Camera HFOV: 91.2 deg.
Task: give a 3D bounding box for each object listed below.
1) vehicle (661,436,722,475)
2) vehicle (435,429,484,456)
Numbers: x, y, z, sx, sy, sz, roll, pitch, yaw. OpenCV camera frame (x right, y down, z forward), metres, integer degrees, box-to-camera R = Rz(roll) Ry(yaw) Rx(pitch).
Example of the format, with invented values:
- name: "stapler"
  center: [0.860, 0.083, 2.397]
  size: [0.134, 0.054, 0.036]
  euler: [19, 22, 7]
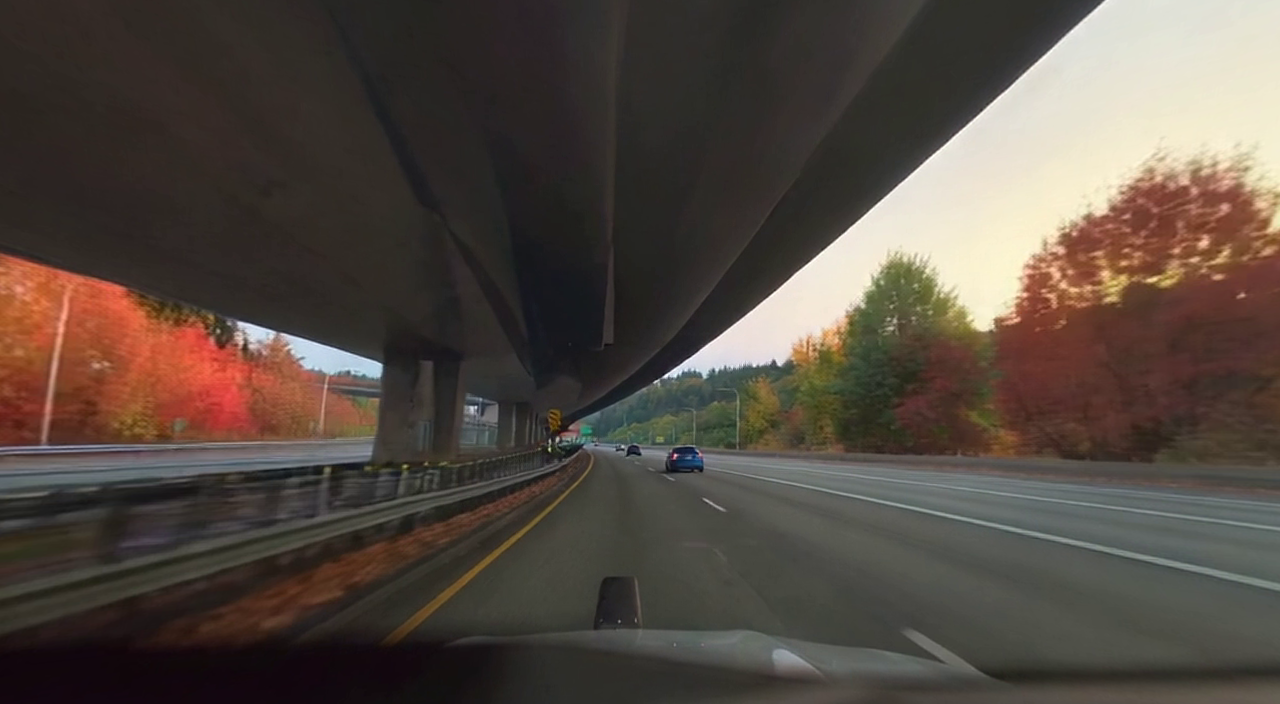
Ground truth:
- name: "vehicle"
  center: [2.305, 4.801, 29.173]
  size: [2.337, 1.633, 4.222]
  euler: [0, -9, -2]
- name: "vehicle"
  center: [-10.670, 5.391, 37.235]
  size: [1.812, 1.479, 3.751]
  euler: [0, -9, -1]
